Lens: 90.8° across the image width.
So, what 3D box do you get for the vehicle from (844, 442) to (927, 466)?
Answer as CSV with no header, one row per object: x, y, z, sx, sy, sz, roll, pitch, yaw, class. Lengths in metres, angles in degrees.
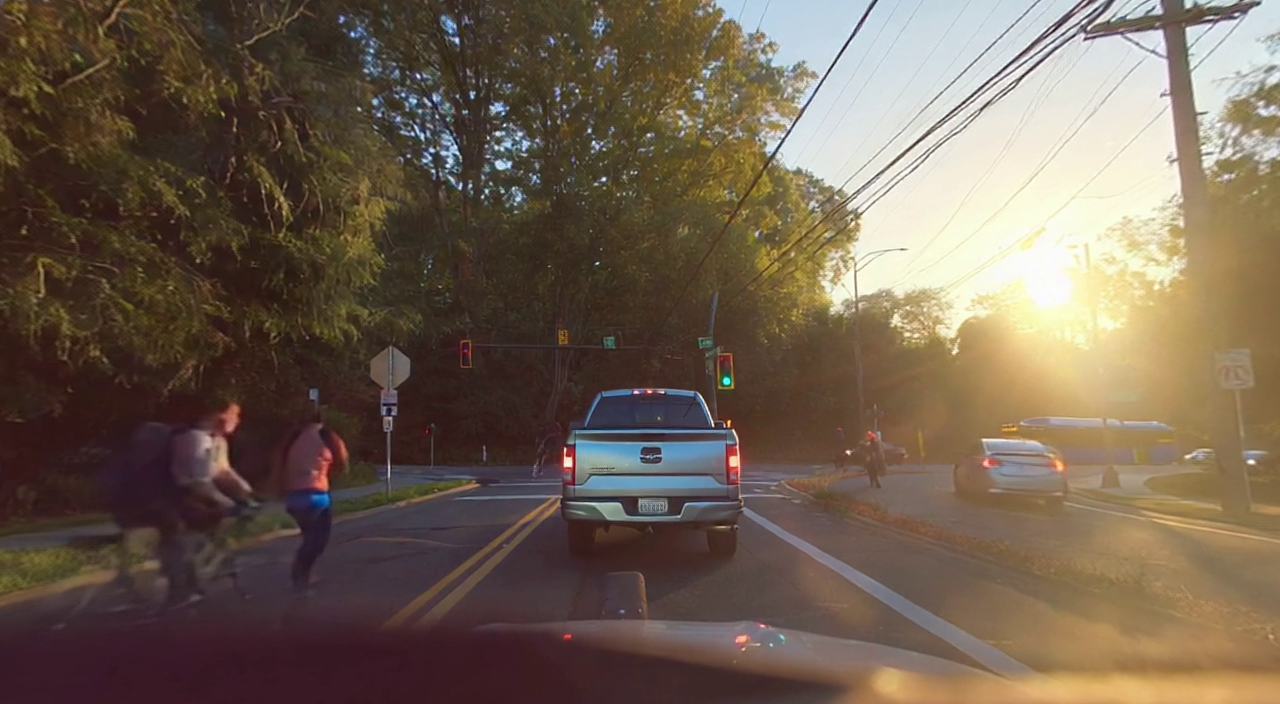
15.944,6.642,41.240,4.578,1.490,1.935,-1,-8,3,vehicle

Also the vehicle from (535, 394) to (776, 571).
0.129,1.875,9.957,2.707,1.964,5.485,0,-8,-1,vehicle

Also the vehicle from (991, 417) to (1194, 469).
29.258,5.959,41.269,10.726,3.128,3.003,-1,-8,1,vehicle

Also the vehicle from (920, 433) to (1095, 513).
8.027,2.650,14.381,2.060,1.496,4.520,-2,-9,12,vehicle

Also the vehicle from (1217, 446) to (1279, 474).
41.373,7.022,41.257,5.426,1.728,1.999,0,-8,-2,vehicle
